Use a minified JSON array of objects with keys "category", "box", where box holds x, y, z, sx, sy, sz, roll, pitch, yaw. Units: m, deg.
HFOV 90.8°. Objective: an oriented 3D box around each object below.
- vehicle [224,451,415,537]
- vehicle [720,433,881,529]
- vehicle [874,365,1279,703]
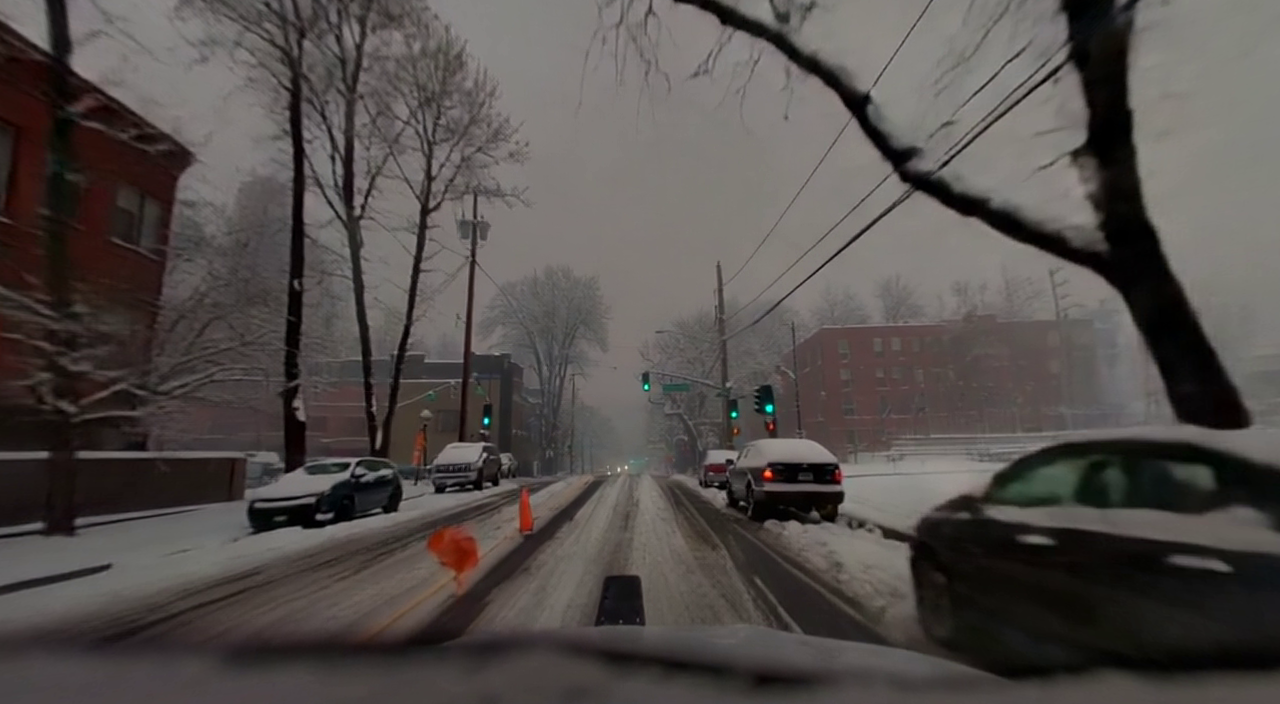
[{"category":"vehicle","box":[-6.472,2.870,13.436,1.968,1.450,4.271,0,-8,-3]},{"category":"vehicle","box":[3.250,2.723,14.080,2.141,1.737,5.009,0,-8,-2]},{"category":"vehicle","box":[3.184,1.058,3.324,2.155,1.648,4.282,0,-8,-1]}]
